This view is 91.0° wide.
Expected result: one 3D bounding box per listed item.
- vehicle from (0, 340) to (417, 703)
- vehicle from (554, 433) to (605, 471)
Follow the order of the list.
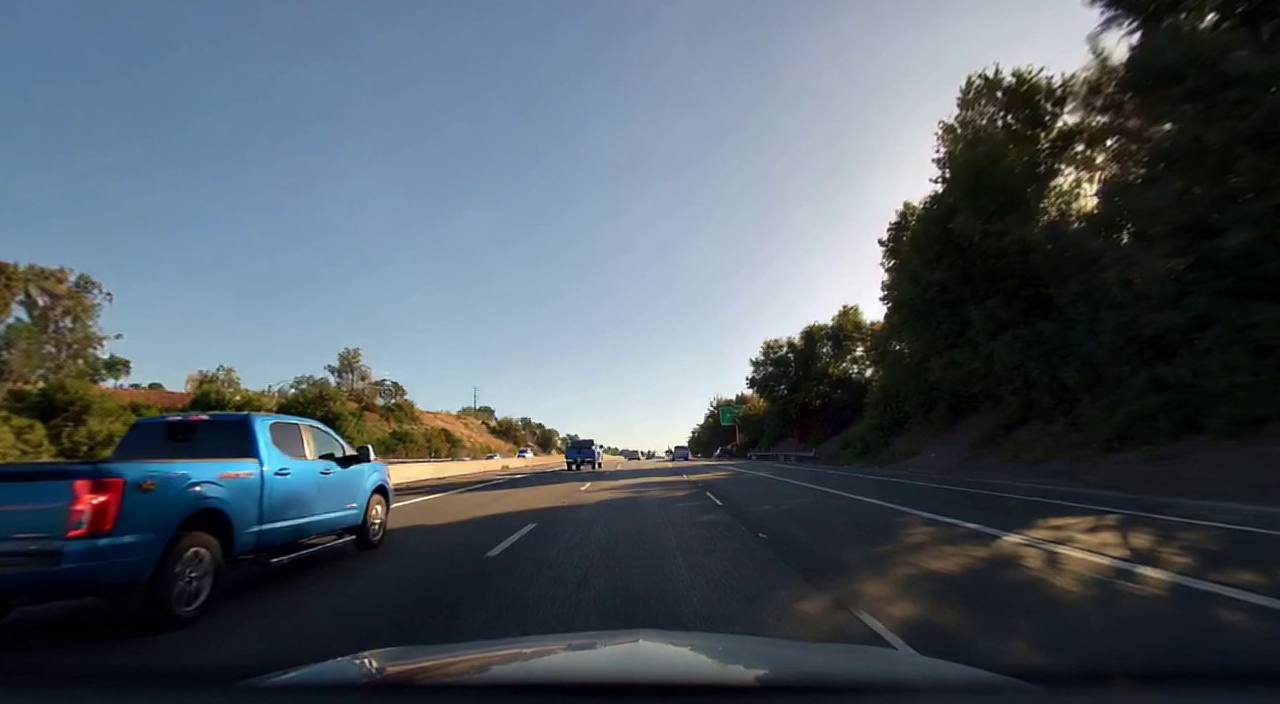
[{"bbox_3d":[-4.260,1.276,5.779,2.285,1.853,5.564,0,-9,1],"label":"vehicle"},{"bbox_3d":[-3.712,6.332,39.987,2.496,2.203,6.317,0,-9,1],"label":"vehicle"}]
